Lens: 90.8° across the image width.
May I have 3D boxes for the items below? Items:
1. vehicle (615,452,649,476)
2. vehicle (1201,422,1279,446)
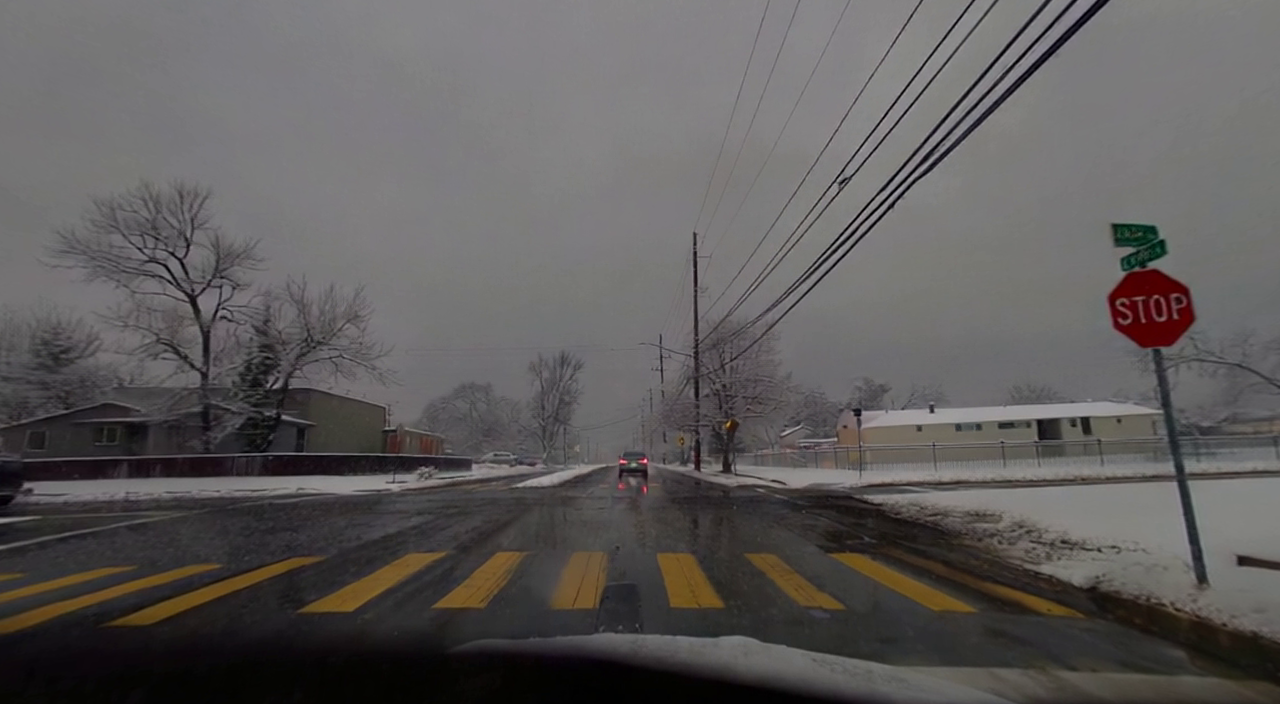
[{"bbox_3d":[-0.487,7.294,41.384,2.064,1.477,3.968,0,-9,0],"label":"vehicle"},{"bbox_3d":[44.582,6.032,46.200,2.251,1.596,5.193,-1,-8,0],"label":"vehicle"}]
